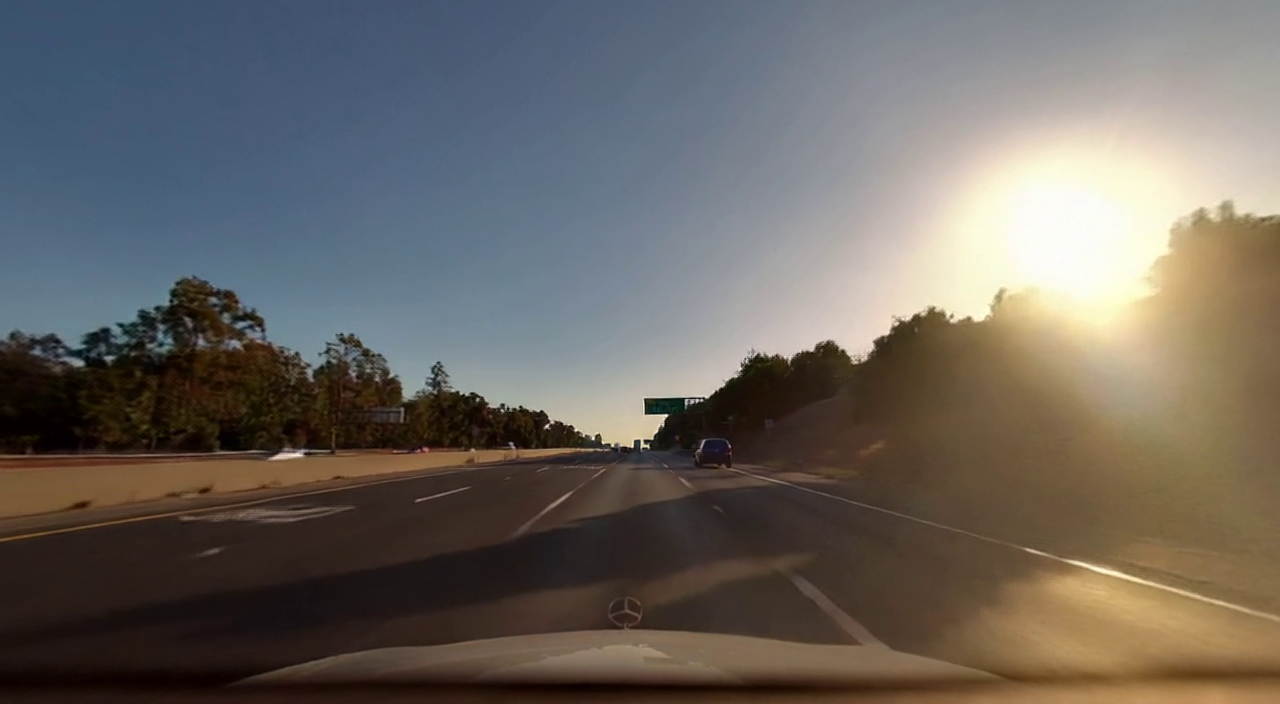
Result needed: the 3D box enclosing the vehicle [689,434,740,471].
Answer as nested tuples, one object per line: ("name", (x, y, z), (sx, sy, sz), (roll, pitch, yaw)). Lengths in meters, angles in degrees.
("vehicle", (4.120, 5.630, 35.644), (2.172, 1.930, 4.879), (0, -8, -1))
